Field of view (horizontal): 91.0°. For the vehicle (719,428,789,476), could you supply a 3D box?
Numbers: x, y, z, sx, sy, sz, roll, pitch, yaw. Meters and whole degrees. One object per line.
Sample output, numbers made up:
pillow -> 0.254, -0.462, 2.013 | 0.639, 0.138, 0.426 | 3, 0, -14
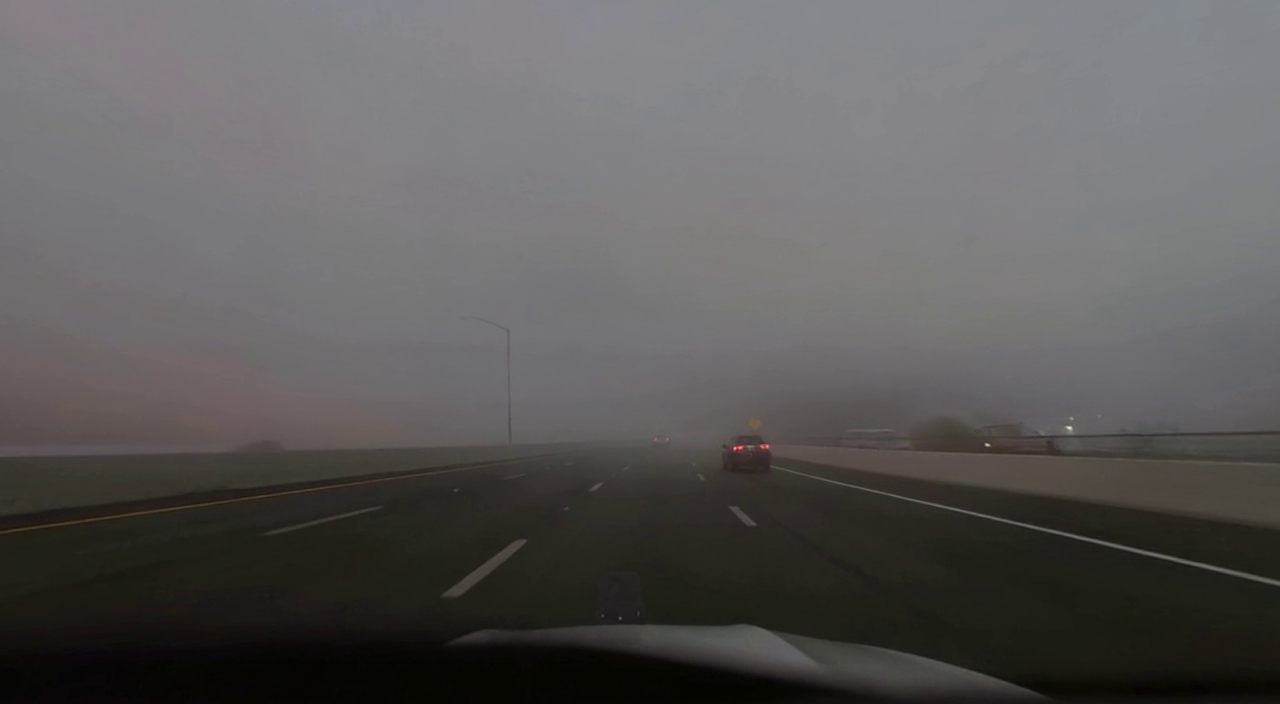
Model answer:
vehicle -> 4.426, 3.959, 25.112 | 2.090, 1.715, 4.228 | 0, -8, 1

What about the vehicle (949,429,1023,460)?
vehicle -> 20.125, 5.419, 36.859 | 1.852, 1.730, 4.661 | -1, -8, 3

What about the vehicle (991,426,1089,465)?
vehicle -> 19.505, 4.588, 30.991 | 1.912, 1.756, 4.768 | -1, -8, 4

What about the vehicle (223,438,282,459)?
vehicle -> -28.026, 6.975, 45.612 | 1.758, 1.461, 3.679 | -1, -8, 3
